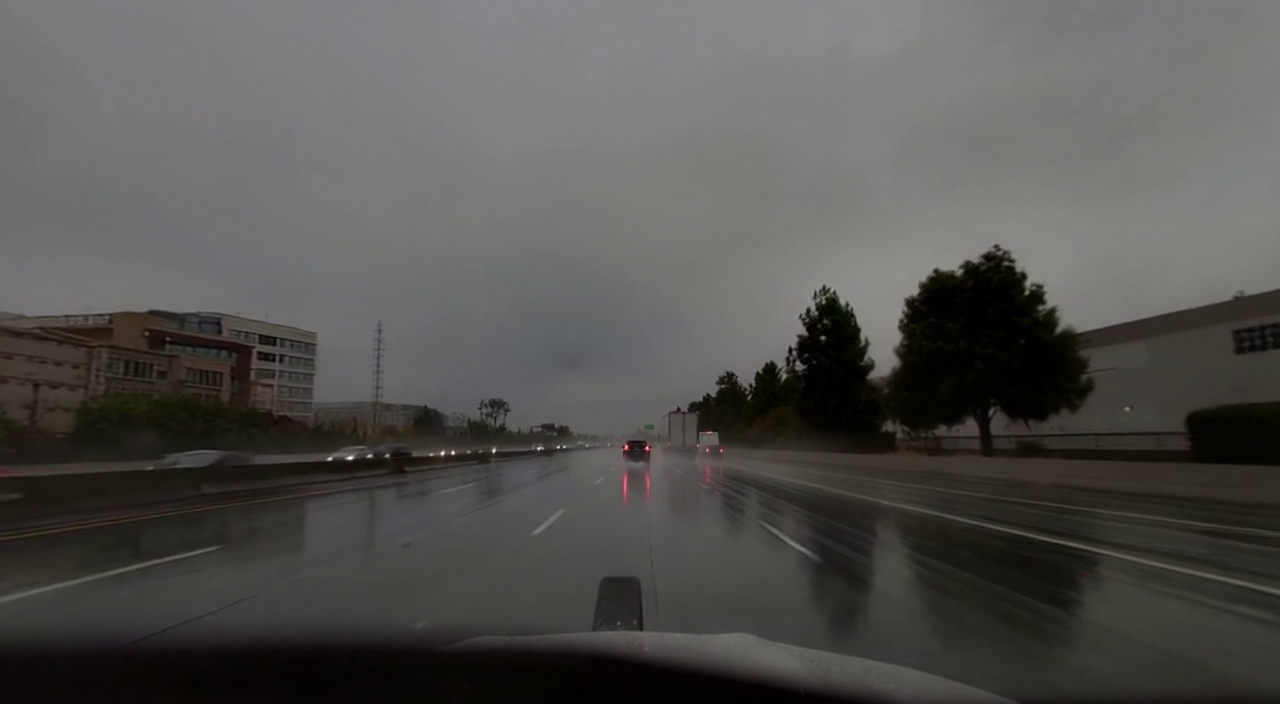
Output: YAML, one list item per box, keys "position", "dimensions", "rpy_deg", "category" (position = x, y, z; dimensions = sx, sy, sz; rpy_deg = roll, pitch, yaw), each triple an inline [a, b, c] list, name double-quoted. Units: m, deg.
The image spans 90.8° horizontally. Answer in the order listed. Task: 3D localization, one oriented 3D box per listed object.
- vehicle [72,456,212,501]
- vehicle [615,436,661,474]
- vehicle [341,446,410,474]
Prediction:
- position: [-18.059, 4.566, 23.198]
  dimensions: [1.790, 1.443, 4.106]
  rpy_deg: [0, -9, 0]
  category: "vehicle"
- position: [-0.135, 5.532, 34.107]
  dimensions: [2.297, 1.912, 4.355]
  rpy_deg: [0, -9, -1]
  category: "vehicle"
- position: [-18.076, 7.370, 43.475]
  dimensions: [2.226, 1.790, 5.699]
  rpy_deg: [0, -9, 1]
  category: "vehicle"
